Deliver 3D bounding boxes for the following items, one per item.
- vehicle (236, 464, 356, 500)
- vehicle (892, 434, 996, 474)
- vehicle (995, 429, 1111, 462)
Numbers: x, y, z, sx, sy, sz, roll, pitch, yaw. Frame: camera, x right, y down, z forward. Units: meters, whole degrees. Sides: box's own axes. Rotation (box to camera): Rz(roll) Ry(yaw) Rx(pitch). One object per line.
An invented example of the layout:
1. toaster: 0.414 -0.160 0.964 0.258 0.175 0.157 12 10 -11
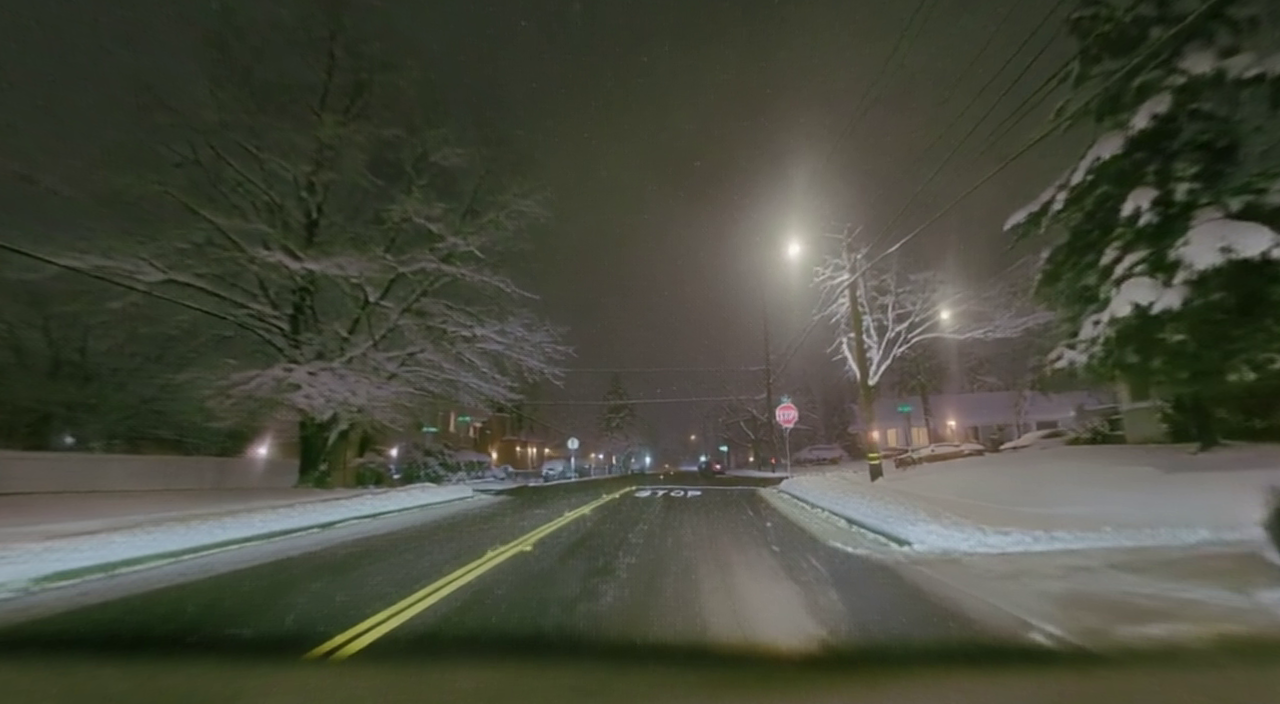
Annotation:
1. vehicle: -15.541 5.895 28.682 4.320 1.443 1.867 0 -8 -4
2. vehicle: 17.630 5.936 36.735 4.788 1.875 2.148 1 -19 -12
3. vehicle: 19.614 4.472 30.011 4.682 1.483 1.917 3 -9 -16
